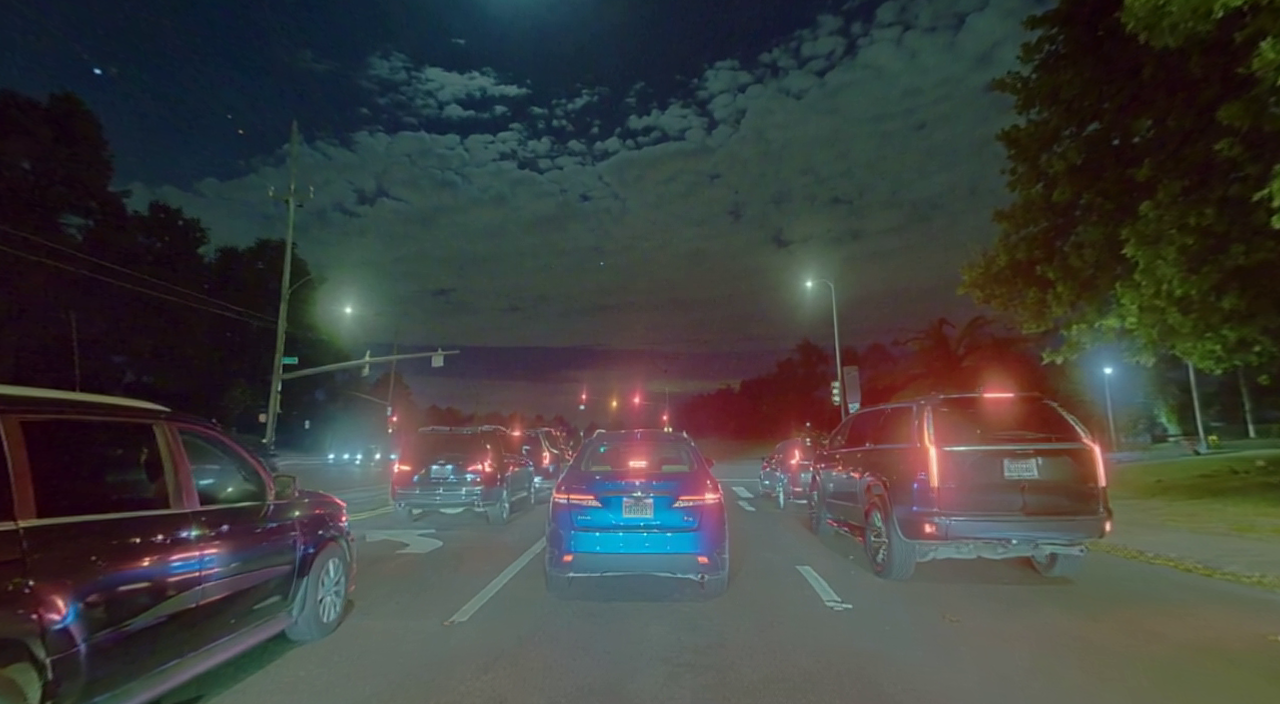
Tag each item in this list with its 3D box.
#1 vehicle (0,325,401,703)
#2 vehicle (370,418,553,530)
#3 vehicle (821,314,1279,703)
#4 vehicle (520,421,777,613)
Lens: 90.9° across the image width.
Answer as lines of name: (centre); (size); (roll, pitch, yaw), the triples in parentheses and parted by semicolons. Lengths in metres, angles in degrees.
vehicle: (-3.120, 0.956, 3.303); (1.982, 1.721, 4.261); (0, -8, 1)
vehicle: (-3.183, 2.300, 12.445); (2.117, 1.772, 4.619); (0, -8, 2)
vehicle: (3.217, 1.106, 4.729); (2.141, 1.833, 4.704); (0, -8, -2)
vehicle: (0.033, 1.592, 7.009); (2.021, 1.490, 3.948); (0, -8, -1)
